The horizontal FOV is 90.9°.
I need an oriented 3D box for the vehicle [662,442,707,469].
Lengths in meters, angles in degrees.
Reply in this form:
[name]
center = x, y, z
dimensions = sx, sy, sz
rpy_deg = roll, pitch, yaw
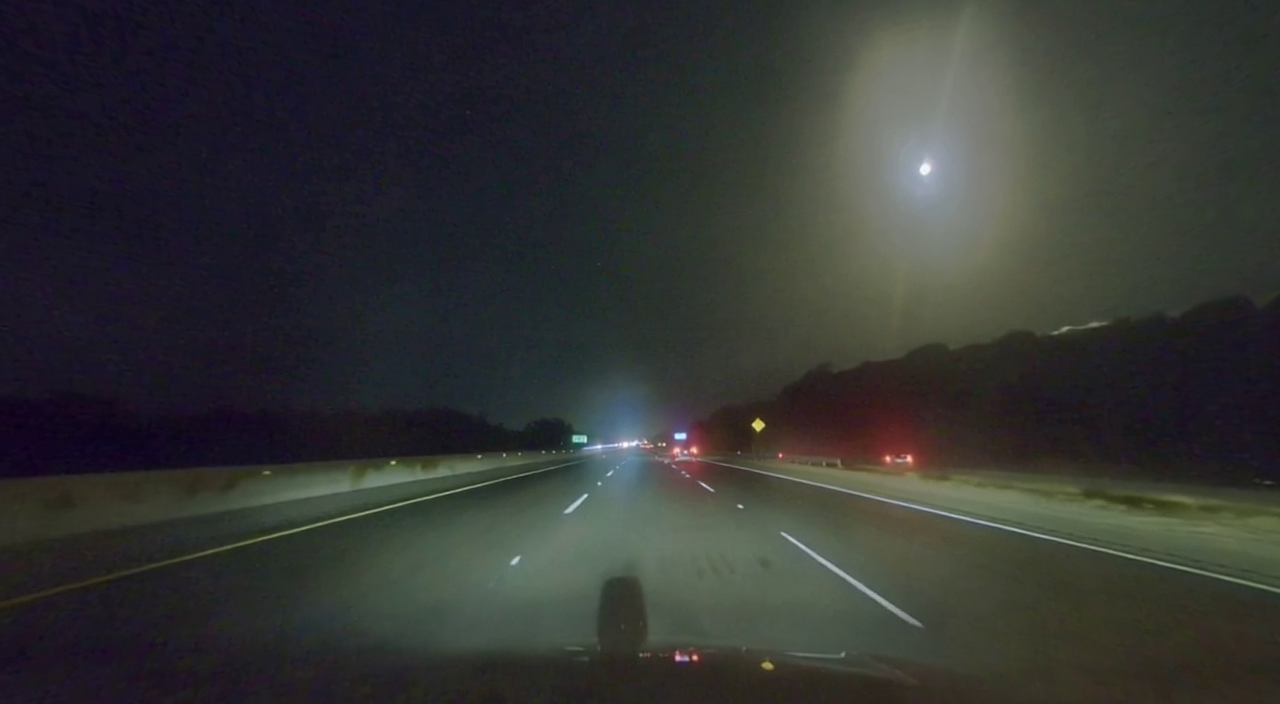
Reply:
[vehicle]
center = 2.508, 6.029, 36.936
dimensions = 2.193, 1.462, 4.533
rpy_deg = 0, -8, -1
